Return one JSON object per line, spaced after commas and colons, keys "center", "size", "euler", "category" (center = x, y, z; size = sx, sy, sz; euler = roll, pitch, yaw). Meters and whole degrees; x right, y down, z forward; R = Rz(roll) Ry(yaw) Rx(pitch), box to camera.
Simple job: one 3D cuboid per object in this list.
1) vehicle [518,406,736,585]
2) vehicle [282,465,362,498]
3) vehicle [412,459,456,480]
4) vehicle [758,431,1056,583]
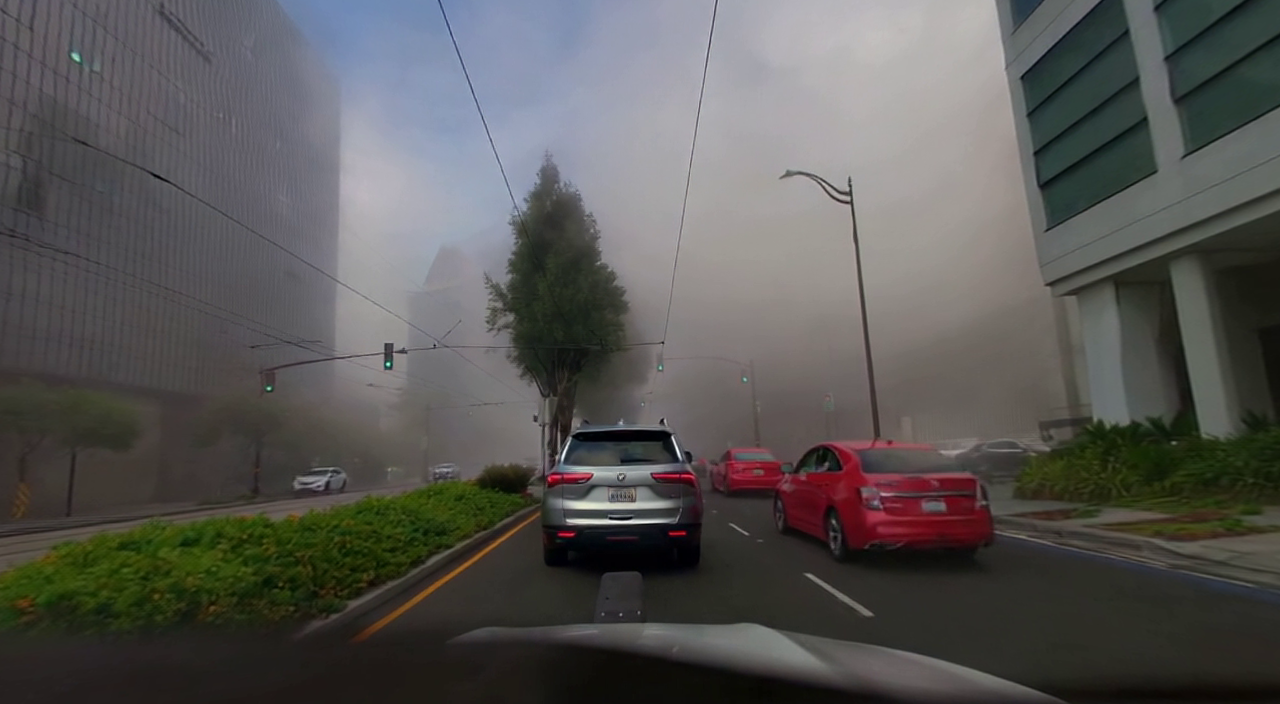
{"center": [-0.216, 1.751, 8.556], "size": [2.178, 1.779, 4.255], "euler": [0, -8, -2], "category": "vehicle"}
{"center": [-15.648, 6.364, 31.330], "size": [1.798, 1.409, 4.239], "euler": [0, -8, -1], "category": "vehicle"}
{"center": [-16.141, 9.250, 49.816], "size": [2.077, 1.458, 4.718], "euler": [0, -8, -3], "category": "vehicle"}
{"center": [3.081, 1.867, 8.512], "size": [1.993, 1.480, 4.324], "euler": [0, -8, -2], "category": "vehicle"}
